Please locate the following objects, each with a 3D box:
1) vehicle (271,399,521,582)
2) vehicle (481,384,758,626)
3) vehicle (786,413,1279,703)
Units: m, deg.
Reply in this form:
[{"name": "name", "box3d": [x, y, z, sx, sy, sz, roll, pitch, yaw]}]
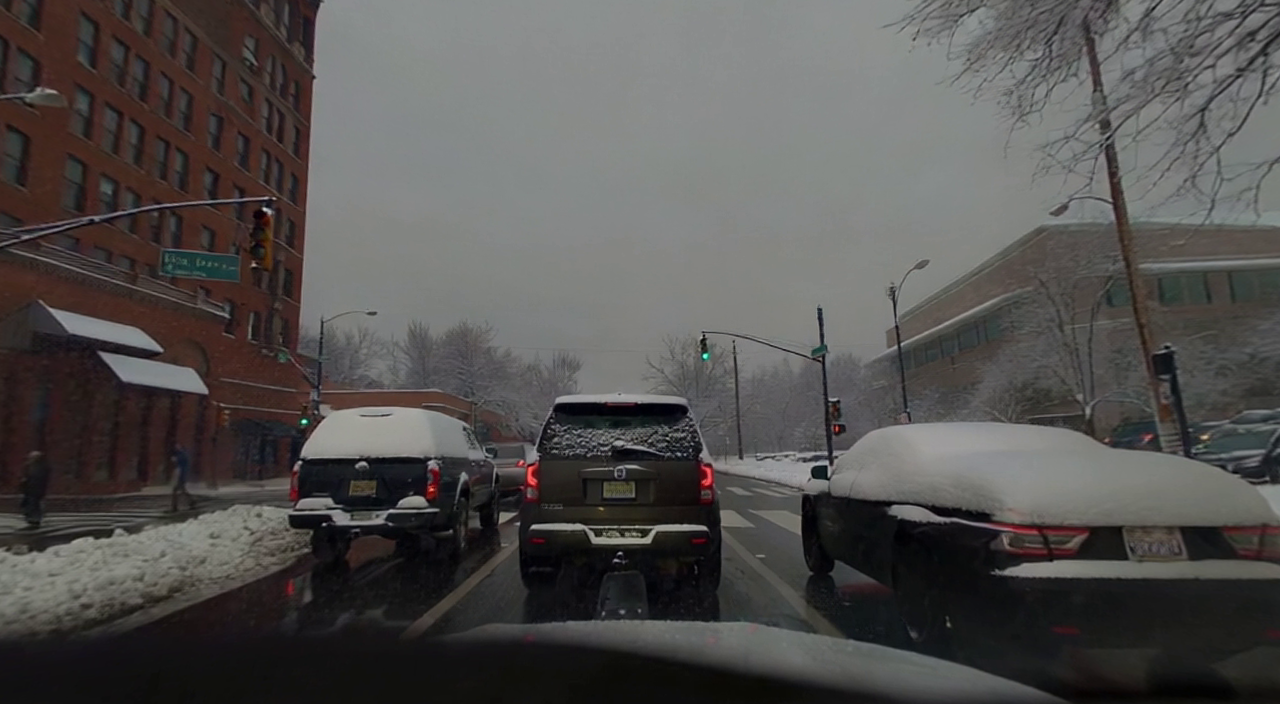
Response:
[{"name": "vehicle", "box3d": [-2.850, 1.703, 8.538, 1.855, 1.812, 4.244, 0, -8, -3]}, {"name": "vehicle", "box3d": [-0.140, 1.503, 7.166, 2.105, 1.842, 4.537, 0, -8, 0]}, {"name": "vehicle", "box3d": [2.578, 1.306, 4.825, 1.852, 1.462, 4.155, 0, -8, -1]}]
